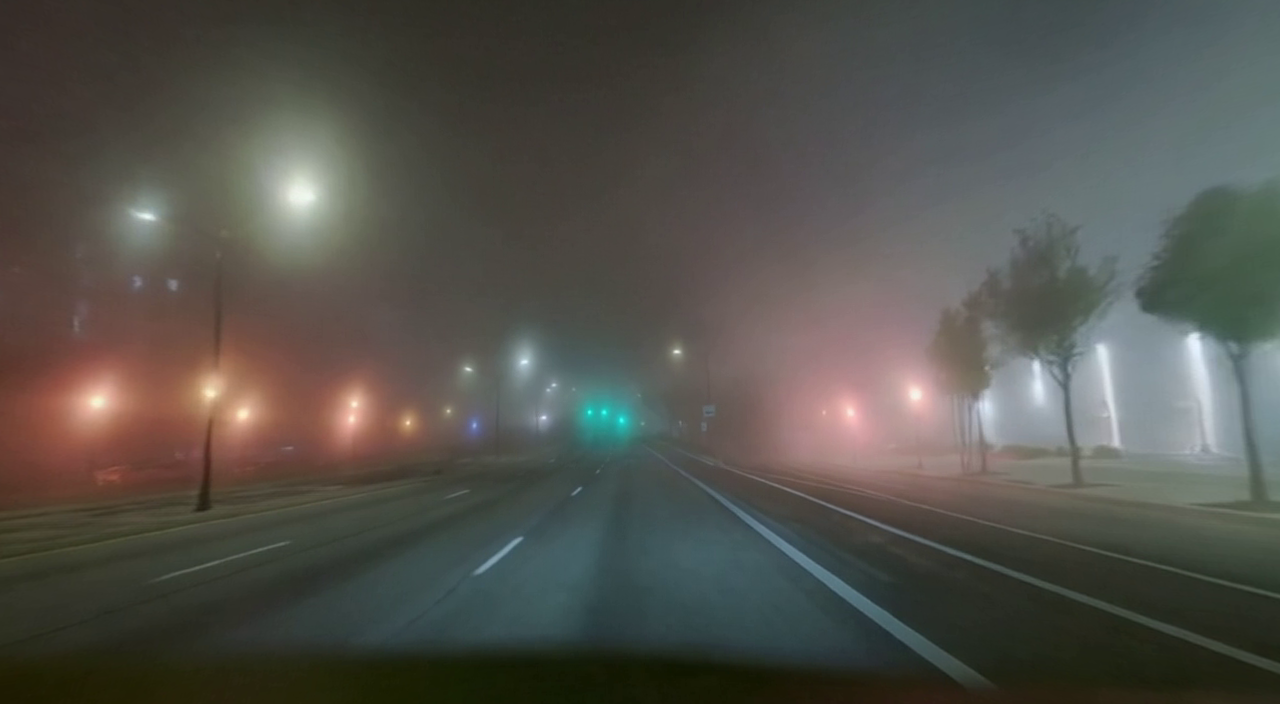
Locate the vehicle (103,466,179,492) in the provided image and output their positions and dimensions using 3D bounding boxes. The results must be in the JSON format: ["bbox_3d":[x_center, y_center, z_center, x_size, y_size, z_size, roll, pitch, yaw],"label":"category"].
[{"bbox_3d":[-32.980,8.367,41.888,1.743,1.435,4.183,-1,-9,-2],"label":"vehicle"}]

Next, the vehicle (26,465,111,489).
[{"bbox_3d":[-38.492,8.427,42.679,3.676,1.439,2.028,4,-9,-24],"label":"vehicle"}]
